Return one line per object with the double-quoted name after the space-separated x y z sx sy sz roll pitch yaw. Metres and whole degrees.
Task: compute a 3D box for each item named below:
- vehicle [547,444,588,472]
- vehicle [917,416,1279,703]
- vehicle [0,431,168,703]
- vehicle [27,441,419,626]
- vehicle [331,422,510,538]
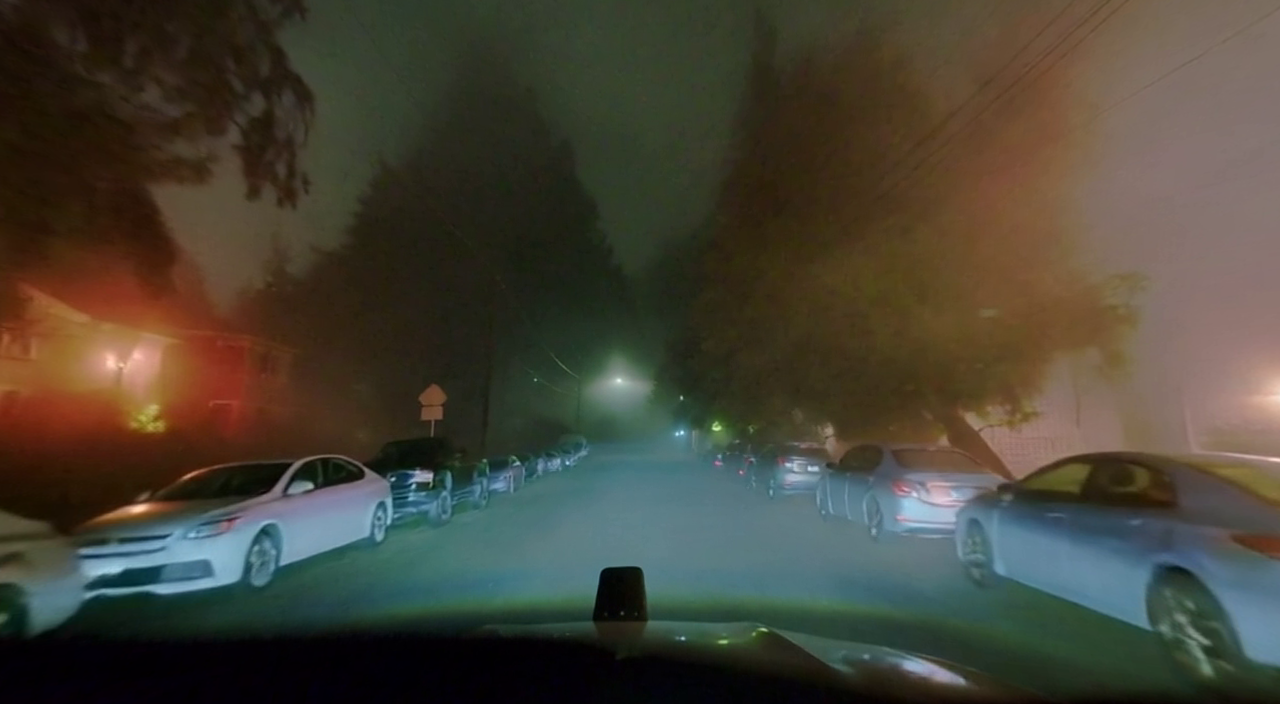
-4.379 6.457 38.505 2.013 1.645 4.318 0 -8 0 "vehicle"
4.022 1.327 4.722 1.862 1.525 4.421 0 -8 0 "vehicle"
-4.549 1.118 2.674 1.870 1.562 4.212 0 -8 -2 "vehicle"
-4.490 1.925 7.870 1.920 1.501 4.552 -2 -8 -2 "vehicle"
-4.655 2.727 14.393 2.239 1.970 5.558 -4 -7 -2 "vehicle"
